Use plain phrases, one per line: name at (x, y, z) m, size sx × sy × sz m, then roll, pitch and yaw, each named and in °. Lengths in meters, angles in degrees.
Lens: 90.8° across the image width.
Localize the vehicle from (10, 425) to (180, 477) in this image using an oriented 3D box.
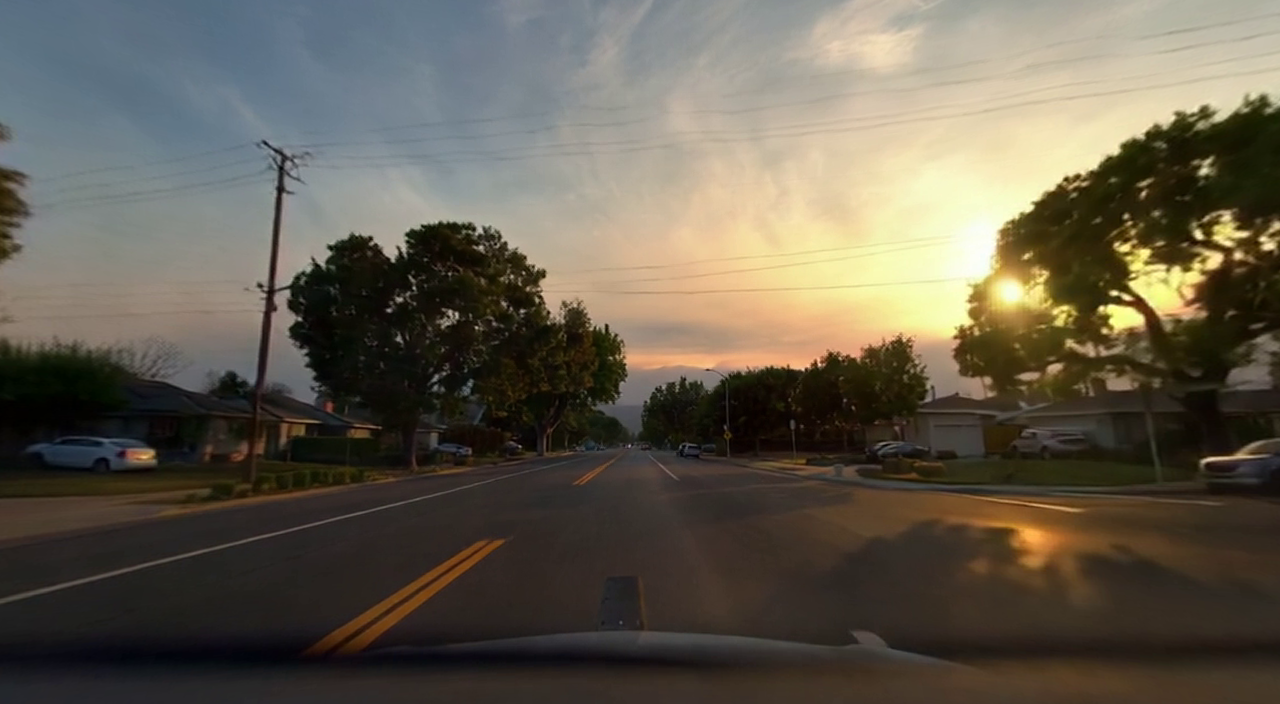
vehicle at (-22.274, 4.064, 26.030) m, size 4.722 × 1.983 × 2.346 m, roll -1°, pitch -8°, yaw -2°

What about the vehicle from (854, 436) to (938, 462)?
vehicle at (16.327, 6.192, 40.459) m, size 4.443 × 1.497 × 2.168 m, roll -1°, pitch -9°, yaw 0°
